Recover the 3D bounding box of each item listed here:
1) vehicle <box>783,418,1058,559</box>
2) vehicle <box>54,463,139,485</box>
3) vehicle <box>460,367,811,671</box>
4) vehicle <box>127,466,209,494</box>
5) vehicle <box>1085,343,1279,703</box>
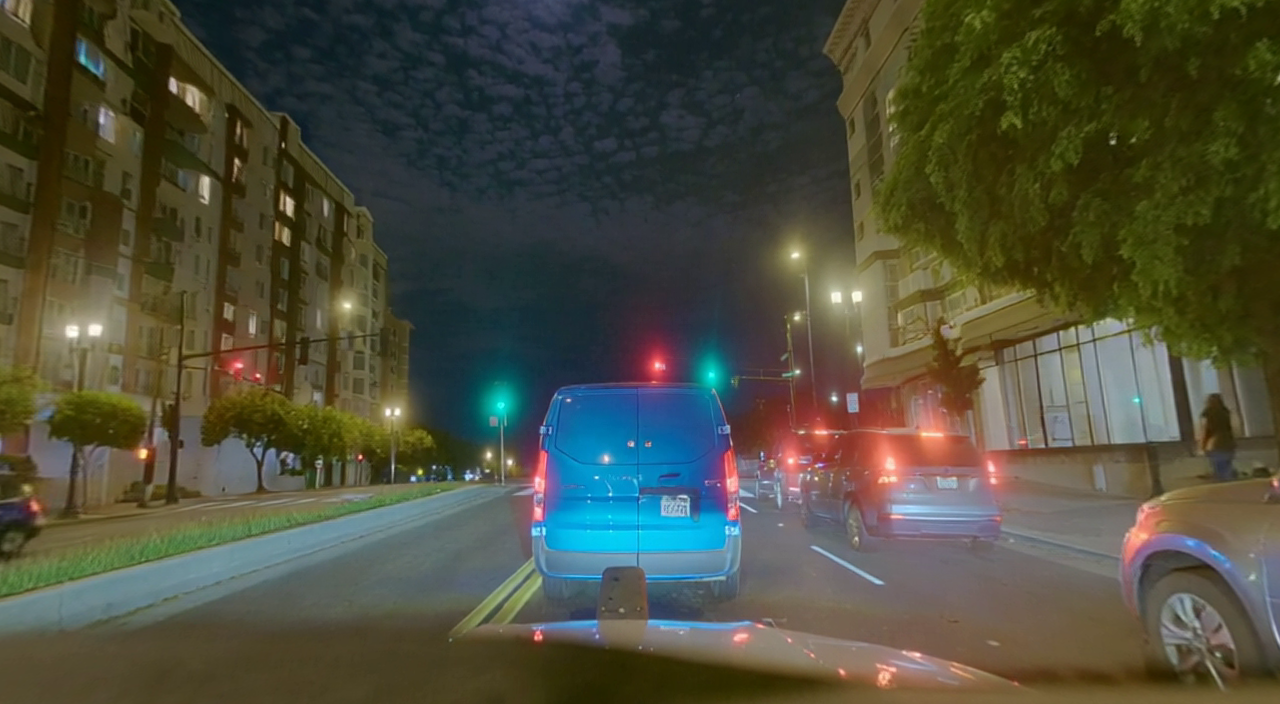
[{"bbox_3d":[3.925,2.004,10.021,2.061,1.676,4.734,0,-9,-2],"label":"vehicle"},{"bbox_3d":[-38.432,8.638,44.645,4.396,1.458,1.809,0,-9,2],"label":"vehicle"},{"bbox_3d":[-0.028,1.325,6.026,2.101,1.828,4.270,0,-9,0],"label":"vehicle"},{"bbox_3d":[-33.270,9.056,44.532,4.292,1.492,1.772,-6,-14,-1],"label":"vehicle"},{"bbox_3d":[3.810,0.694,1.734,2.157,1.748,4.130,0,-9,1],"label":"vehicle"}]
